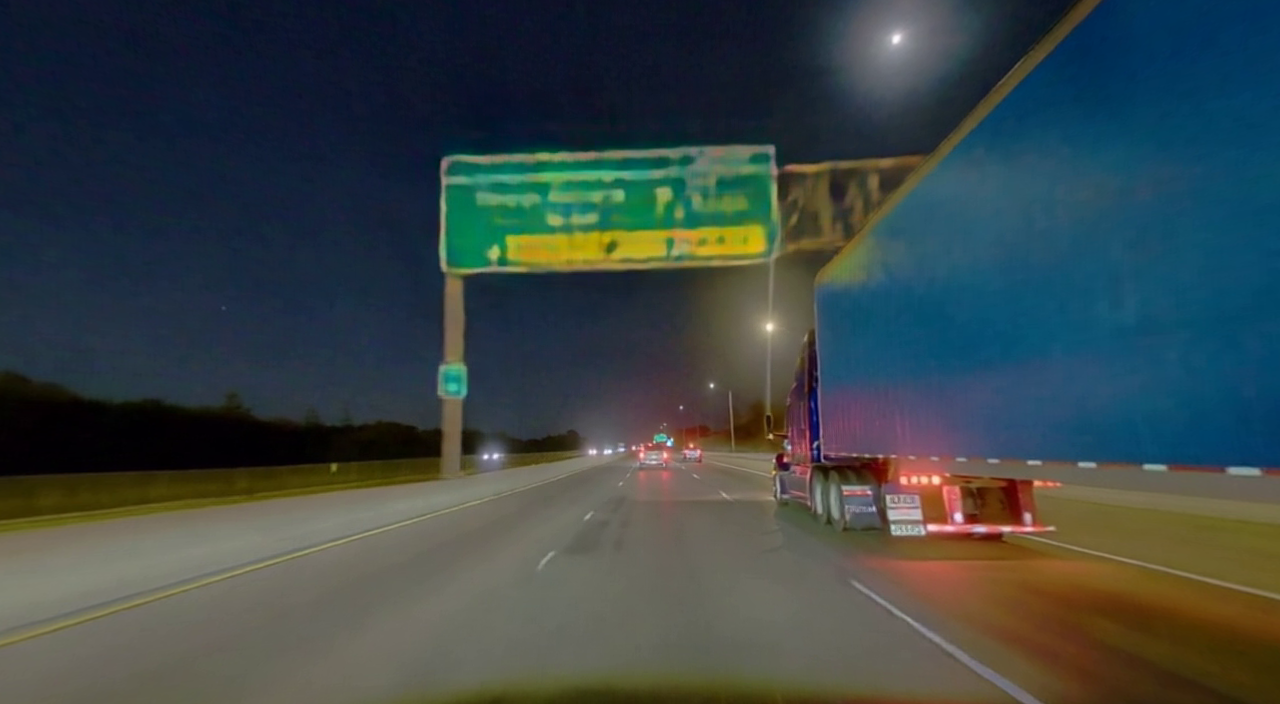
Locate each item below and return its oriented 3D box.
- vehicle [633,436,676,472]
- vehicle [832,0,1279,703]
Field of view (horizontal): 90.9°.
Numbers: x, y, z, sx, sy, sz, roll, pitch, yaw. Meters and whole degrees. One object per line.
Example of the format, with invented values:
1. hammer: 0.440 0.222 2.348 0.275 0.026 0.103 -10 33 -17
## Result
1. vehicle: 0.778 5.605 34.770 2.205 1.860 4.301 0 -8 0
2. vehicle: 4.184 -0.580 0.903 3.019 4.145 16.453 0 -8 1
